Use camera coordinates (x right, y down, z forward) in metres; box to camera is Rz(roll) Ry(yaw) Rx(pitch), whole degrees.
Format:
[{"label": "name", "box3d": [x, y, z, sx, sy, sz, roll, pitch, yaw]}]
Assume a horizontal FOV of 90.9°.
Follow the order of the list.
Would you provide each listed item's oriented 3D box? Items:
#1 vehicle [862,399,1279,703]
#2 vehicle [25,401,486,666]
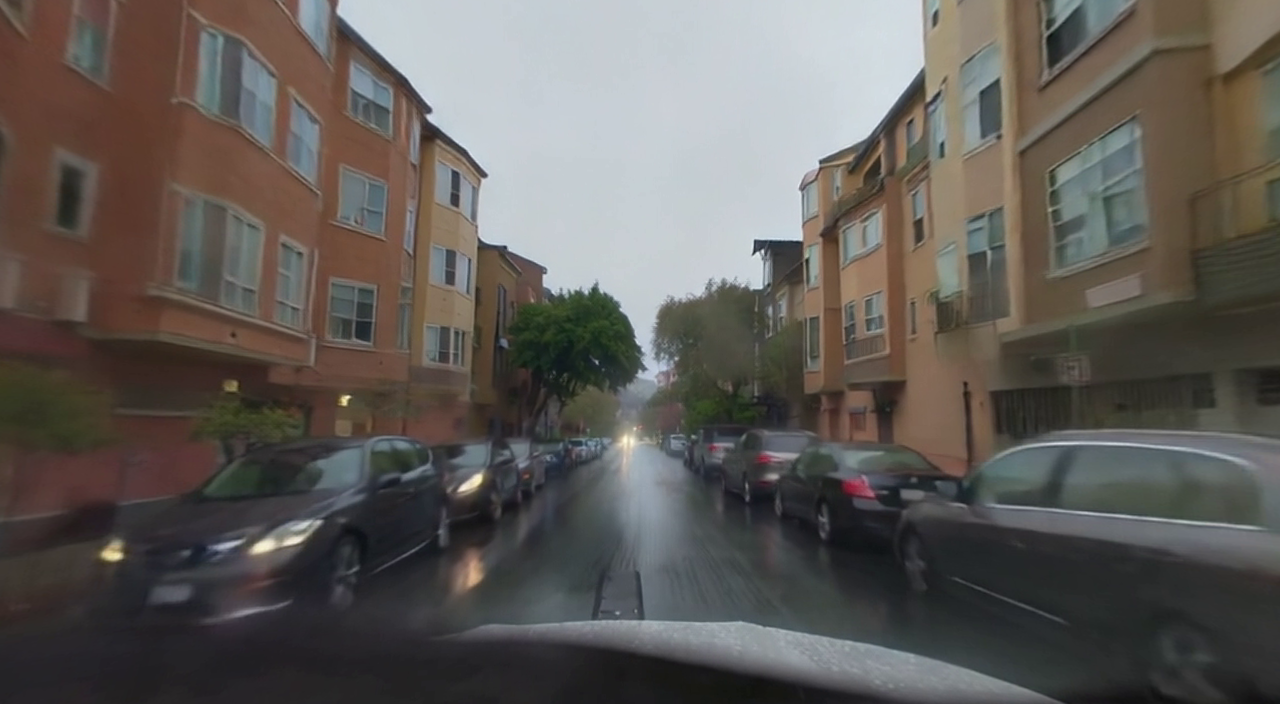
[{"label": "vehicle", "box3d": [3.348, 1.259, 4.155, 1.968, 1.595, 4.543, 3, -8, -3]}, {"label": "vehicle", "box3d": [-3.197, 1.515, 6.619, 2.081, 1.679, 4.506, -3, -7, -1]}]
